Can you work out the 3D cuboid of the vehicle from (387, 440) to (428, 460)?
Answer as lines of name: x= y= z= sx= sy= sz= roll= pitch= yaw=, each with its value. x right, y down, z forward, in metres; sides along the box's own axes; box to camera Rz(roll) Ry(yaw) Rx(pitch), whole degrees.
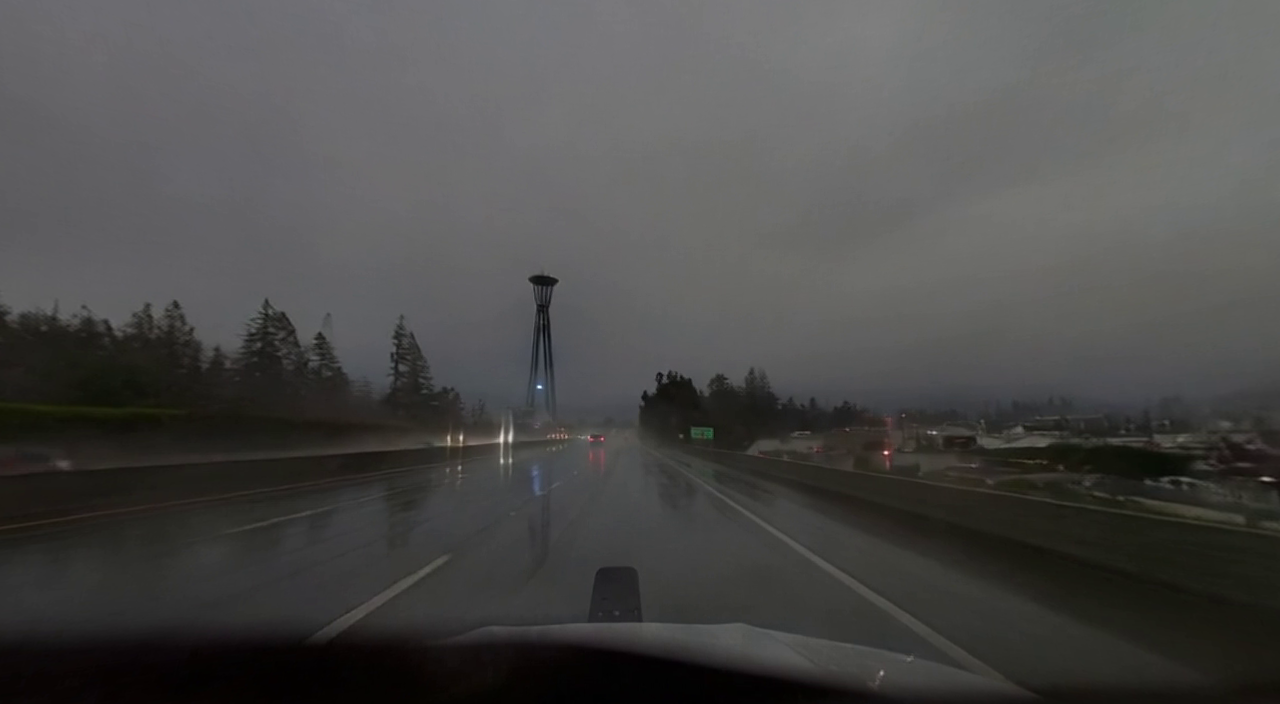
vehicle: x=-18.397 y=7.762 z=49.954 sx=1.807 sy=1.489 sz=3.962 roll=0 pitch=-8 yaw=-1
